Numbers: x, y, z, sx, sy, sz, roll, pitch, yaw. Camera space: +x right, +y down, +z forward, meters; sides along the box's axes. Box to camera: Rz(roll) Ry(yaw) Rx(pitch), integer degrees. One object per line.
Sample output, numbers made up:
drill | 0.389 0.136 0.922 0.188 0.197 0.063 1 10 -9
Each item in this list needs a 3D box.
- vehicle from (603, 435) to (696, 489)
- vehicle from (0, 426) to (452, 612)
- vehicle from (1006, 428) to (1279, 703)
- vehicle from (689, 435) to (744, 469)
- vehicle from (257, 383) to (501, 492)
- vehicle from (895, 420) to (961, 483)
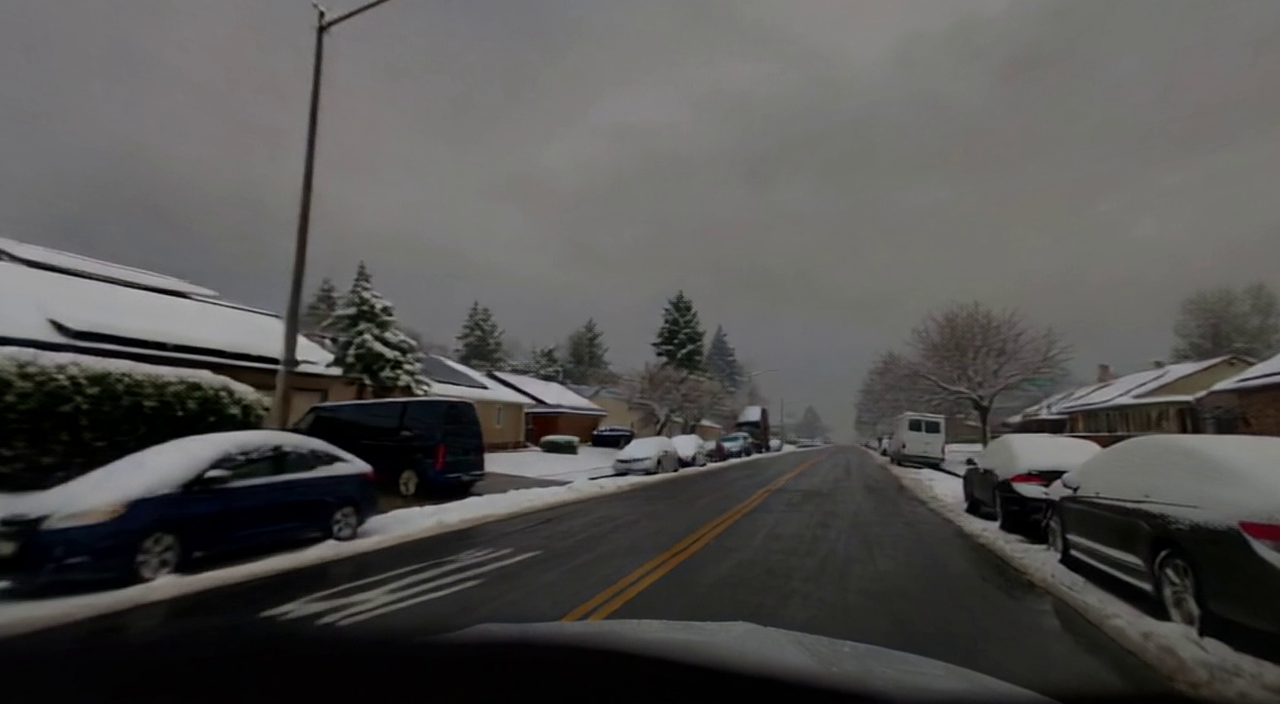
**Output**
vehicle | 0.471 3.786 22.215 1.901 1.472 4.676 -7 -8 17
vehicle | -4.438 1.670 7.533 1.848 1.406 4.601 -5 -7 18
vehicle | 4.555 1.354 4.884 1.969 1.478 4.632 -3 -8 18
vehicle | 4.032 5.231 32.703 1.818 1.563 4.483 -6 -11 18
vehicle | -6.408 2.115 15.675 5.210 2.370 2.336 -2 -8 17
vehicle | 12.718 4.369 28.114 2.215 2.542 4.550 -2 -8 20
